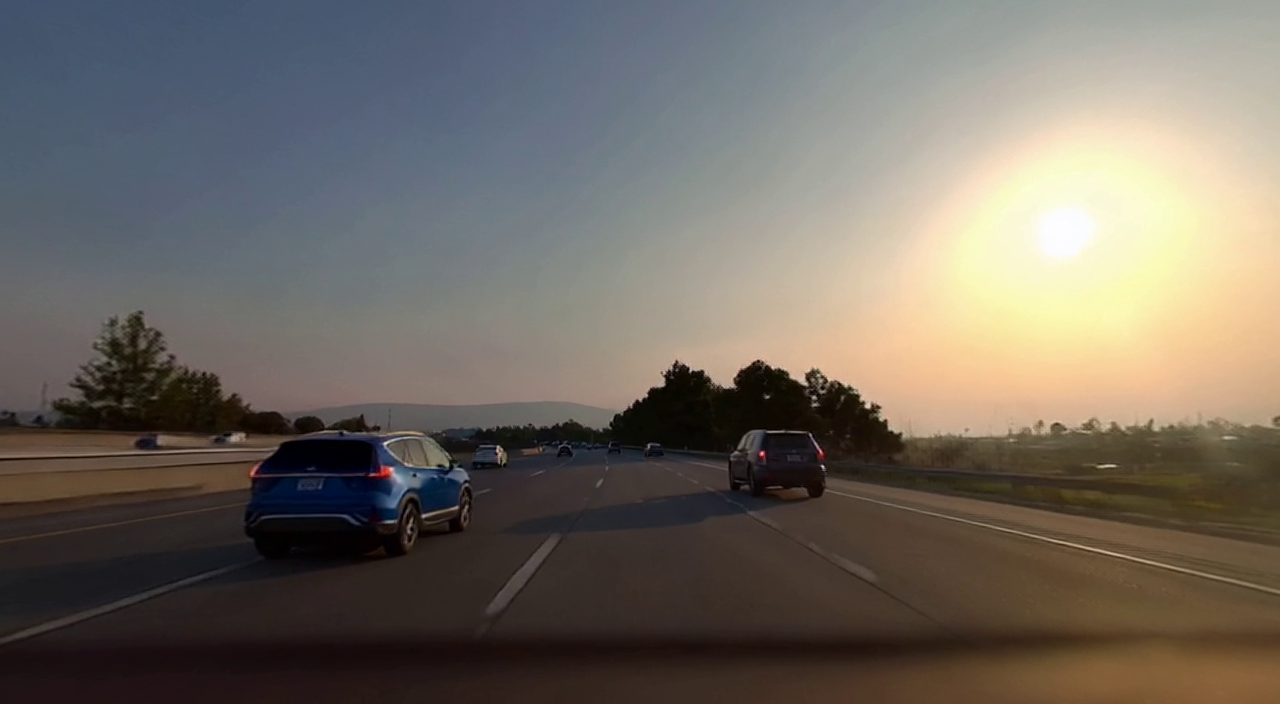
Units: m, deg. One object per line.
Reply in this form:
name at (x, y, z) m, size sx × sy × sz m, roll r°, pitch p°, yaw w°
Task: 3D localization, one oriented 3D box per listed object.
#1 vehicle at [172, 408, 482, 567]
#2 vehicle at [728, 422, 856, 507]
vehicle at (-4.025, 1.840, 9.254) m, size 2.214 × 1.743 × 4.465 m, roll 0°, pitch -9°, yaw 0°
vehicle at (3.720, 2.866, 16.442) m, size 2.153 × 1.860 × 4.689 m, roll 0°, pitch -9°, yaw 0°
